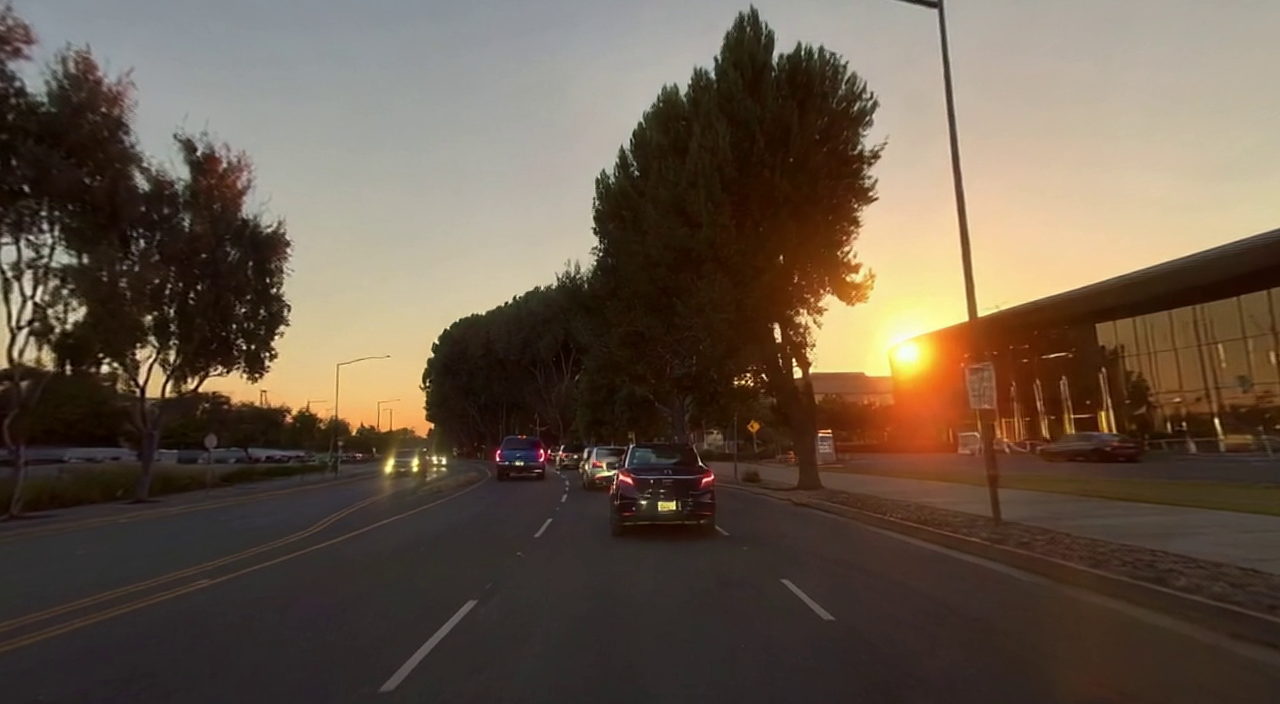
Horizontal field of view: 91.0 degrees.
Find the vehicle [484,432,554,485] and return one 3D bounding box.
[{"bbox_3d":[-5.037,4.537,27.183,2.512,1.992,5.725,1,-9,-7],"label":"vehicle"}]

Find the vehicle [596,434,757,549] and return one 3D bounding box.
[{"bbox_3d":[0.362,2.202,10.656,2.142,1.528,4.133,1,-9,-5],"label":"vehicle"}]
